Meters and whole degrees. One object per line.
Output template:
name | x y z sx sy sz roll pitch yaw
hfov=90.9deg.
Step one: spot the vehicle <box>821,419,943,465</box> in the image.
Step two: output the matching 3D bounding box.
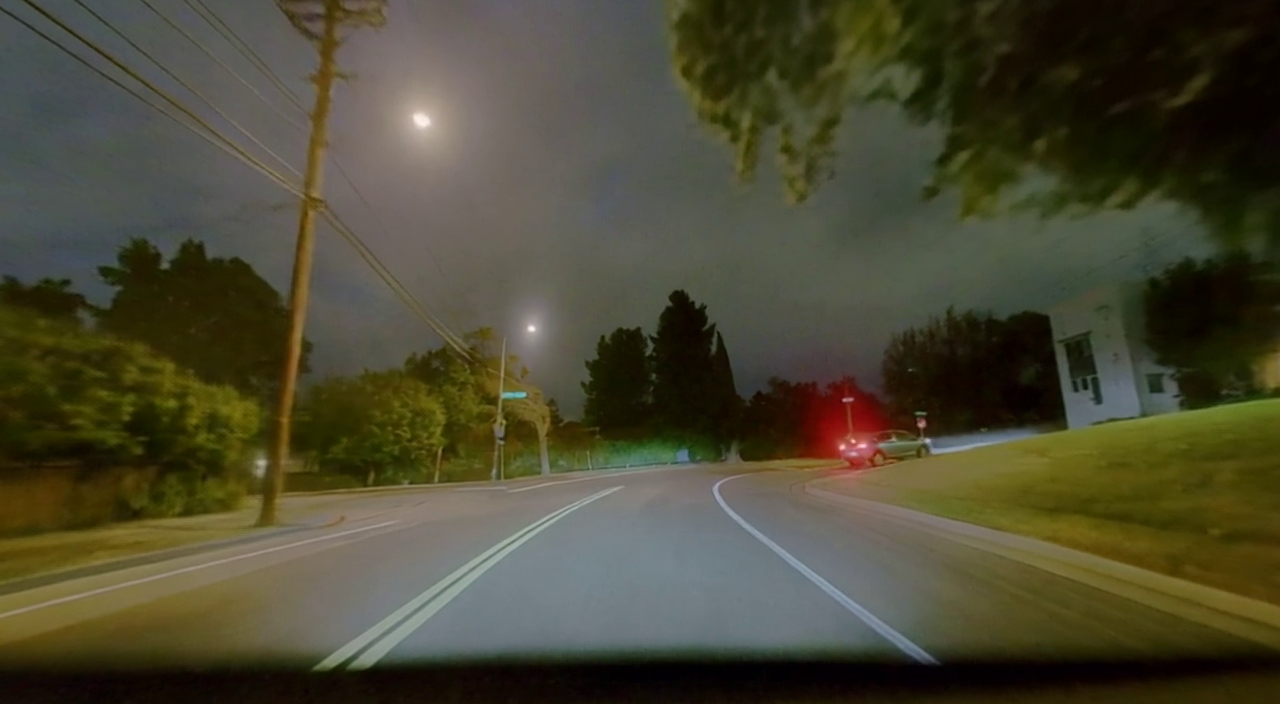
vehicle | 11.065 4.128 28.894 4.810 1.732 2.176 0 -10 -21
